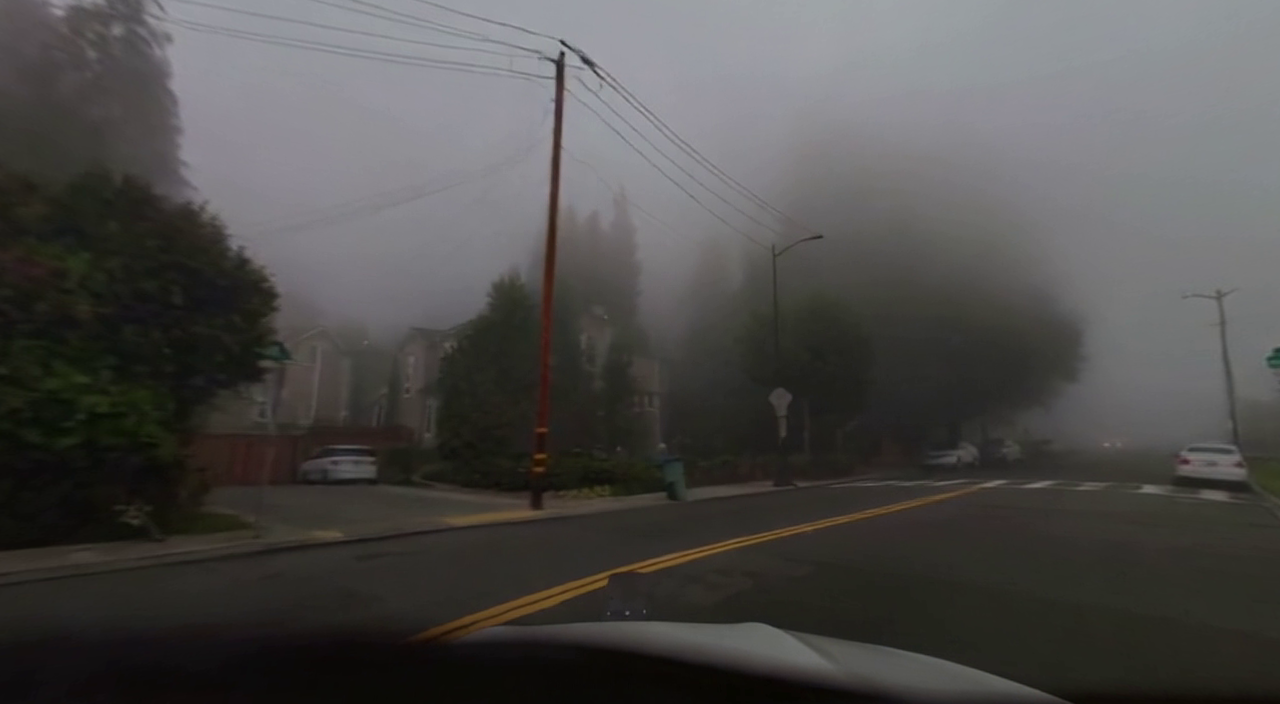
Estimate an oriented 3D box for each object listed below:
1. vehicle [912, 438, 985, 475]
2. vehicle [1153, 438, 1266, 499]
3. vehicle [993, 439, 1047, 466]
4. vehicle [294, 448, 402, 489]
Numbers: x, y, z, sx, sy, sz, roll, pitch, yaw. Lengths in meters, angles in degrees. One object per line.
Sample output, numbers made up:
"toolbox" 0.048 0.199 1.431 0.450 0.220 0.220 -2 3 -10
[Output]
"vehicle" 16.072 5.397 32.739 2.027 1.695 4.437 -13 -15 41
"vehicle" 16.267 3.271 18.001 2.014 1.482 4.599 -8 -12 42
"vehicle" 26.913 7.098 44.567 2.120 1.799 5.370 -9 -13 41
"vehicle" -12.449 4.934 27.005 3.784 1.532 1.650 6 -11 -42
